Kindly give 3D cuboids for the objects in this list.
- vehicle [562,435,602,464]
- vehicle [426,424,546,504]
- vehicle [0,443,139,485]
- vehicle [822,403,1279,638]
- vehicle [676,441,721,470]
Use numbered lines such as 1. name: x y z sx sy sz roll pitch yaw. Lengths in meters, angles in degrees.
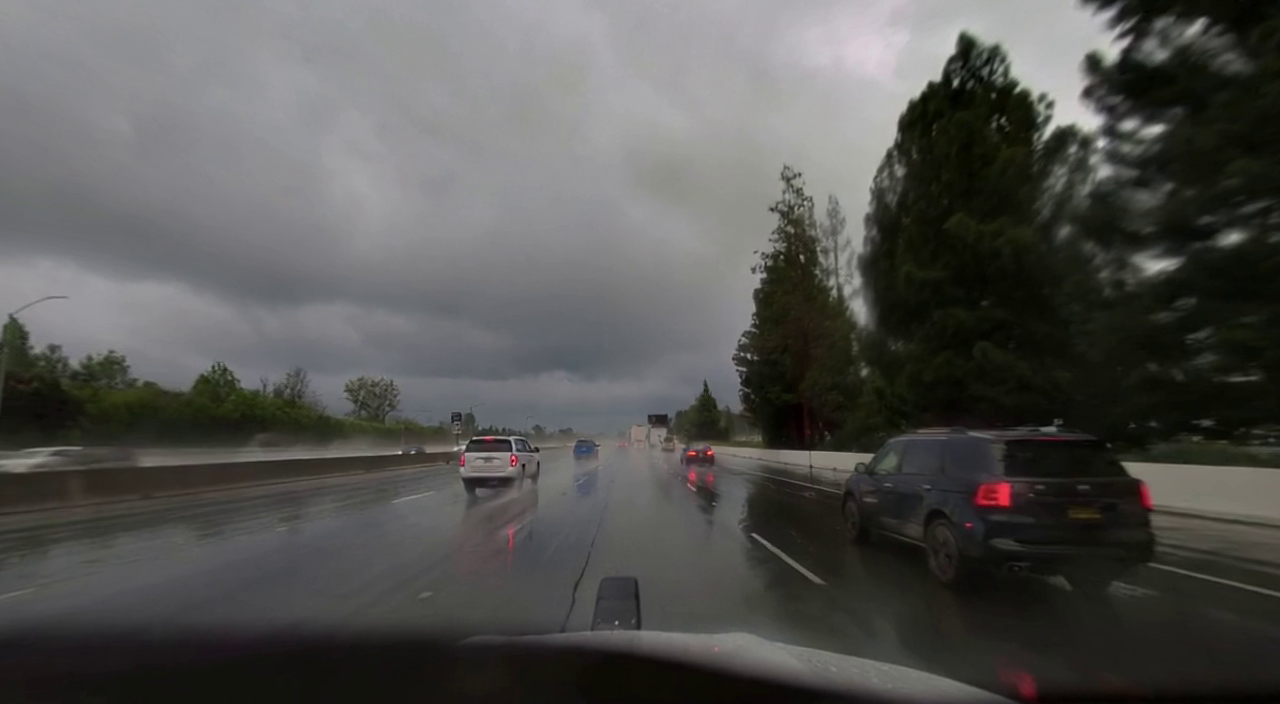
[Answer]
1. vehicle: -4.027 6.947 45.127 2.410 1.981 5.355 0 -8 0
2. vehicle: -3.802 2.847 16.494 1.987 1.765 4.508 0 -8 0
3. vehicle: -24.851 4.817 27.544 2.053 1.645 4.876 0 -8 0
4. vehicle: 3.624 1.480 6.596 2.033 1.596 4.344 0 -8 -2
5. vehicle: 3.214 5.756 35.434 1.957 1.510 4.643 0 -8 -2
